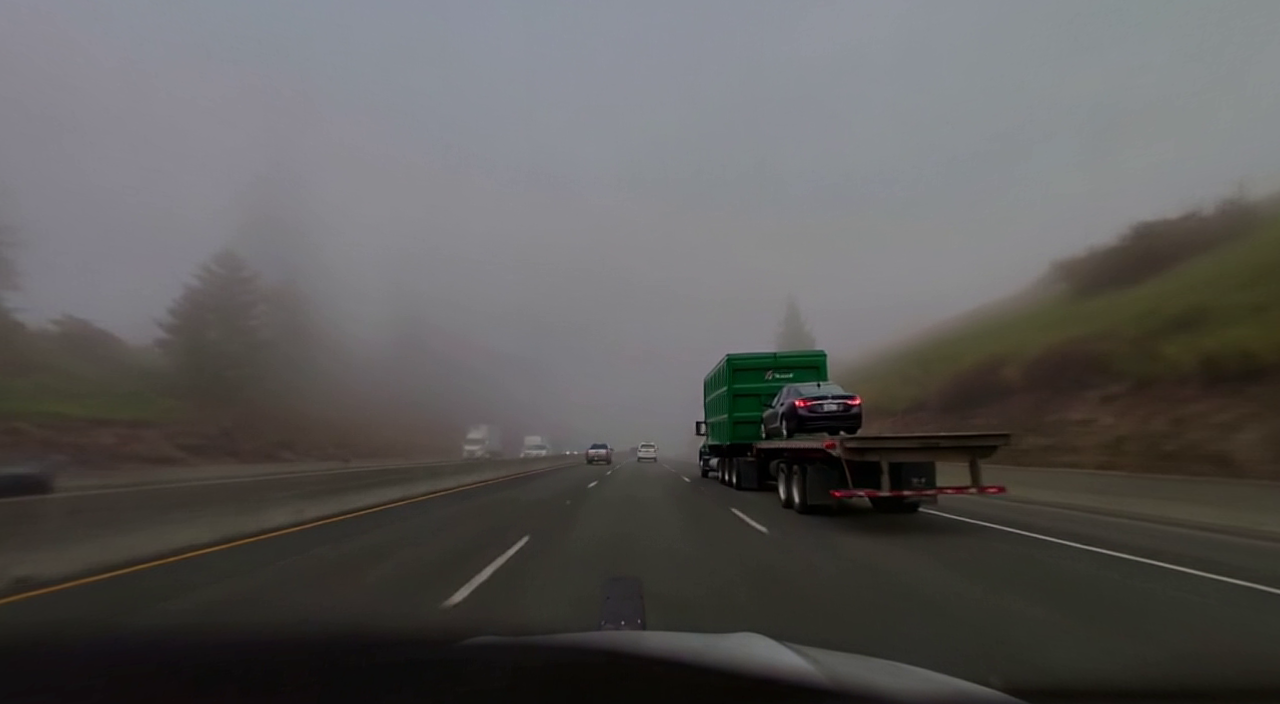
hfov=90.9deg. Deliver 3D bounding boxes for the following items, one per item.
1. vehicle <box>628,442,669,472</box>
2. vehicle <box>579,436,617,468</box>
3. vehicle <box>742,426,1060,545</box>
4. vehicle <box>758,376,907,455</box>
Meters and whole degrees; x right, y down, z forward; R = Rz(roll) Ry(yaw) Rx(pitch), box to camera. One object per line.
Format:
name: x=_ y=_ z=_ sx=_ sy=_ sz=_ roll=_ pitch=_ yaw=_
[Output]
vehicle: x=0.461 y=5.711 z=34.451 sx=2.086 sy=1.497 sz=3.681 roll=0 pitch=-9 yaw=1
vehicle: x=-2.814 y=6.888 z=43.560 sx=2.142 sy=2.044 sz=4.446 roll=-1 pitch=-9 yaw=2
vehicle: x=4.277 y=2.532 z=13.258 sx=2.654 sy=1.574 sz=9.537 roll=0 pitch=-9 yaw=0
vehicle: x=4.163 y=1.571 z=14.456 sx=1.968 sy=1.547 sz=4.215 roll=0 pitch=-9 yaw=-2
